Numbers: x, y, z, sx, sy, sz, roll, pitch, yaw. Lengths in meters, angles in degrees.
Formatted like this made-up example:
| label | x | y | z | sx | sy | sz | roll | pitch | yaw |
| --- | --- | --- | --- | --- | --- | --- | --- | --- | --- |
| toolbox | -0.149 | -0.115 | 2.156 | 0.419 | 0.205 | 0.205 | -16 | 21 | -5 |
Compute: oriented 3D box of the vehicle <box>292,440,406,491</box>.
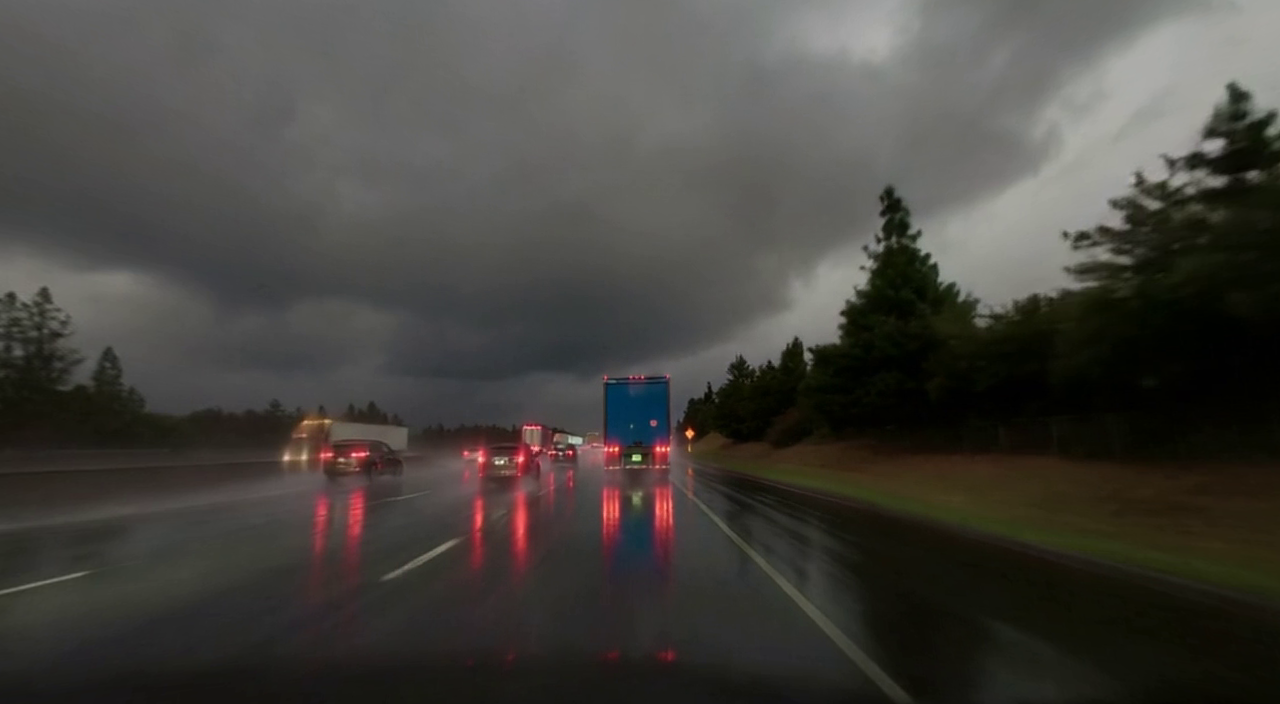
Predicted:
| label | x | y | z | sx | sy | sz | roll | pitch | yaw |
| --- | --- | --- | --- | --- | --- | --- | --- | --- | --- |
| vehicle | -9.943 | 3.870 | 21.940 | 1.952 | 1.590 | 4.090 | -1 | -8 | 1 |

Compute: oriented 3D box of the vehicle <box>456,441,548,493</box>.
| label | x | y | z | sx | sy | sz | roll | pitch | yaw |
| --- | --- | --- | --- | --- | --- | --- | --- | --- | --- |
| vehicle | -4.524 | 3.819 | 21.317 | 2.164 | 1.582 | 3.979 | 0 | -8 | 1 |

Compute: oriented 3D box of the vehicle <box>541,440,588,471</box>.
| label | x | y | z | sx | sy | sz | roll | pitch | yaw |
| --- | --- | --- | --- | --- | --- | --- | --- | --- | --- |
| vehicle | -4.267 | 5.913 | 36.174 | 2.158 | 1.680 | 4.087 | 0 | -8 | 1 |

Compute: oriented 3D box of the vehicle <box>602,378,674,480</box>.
| label | x | y | z | sx | sy | sz | roll | pitch | yaw |
| --- | --- | --- | --- | --- | --- | --- | --- | --- | --- |
| vehicle | -0.356 | 3.860 | 30.919 | 2.913 | 4.113 | 10.724 | 0 | -8 | -3 |
